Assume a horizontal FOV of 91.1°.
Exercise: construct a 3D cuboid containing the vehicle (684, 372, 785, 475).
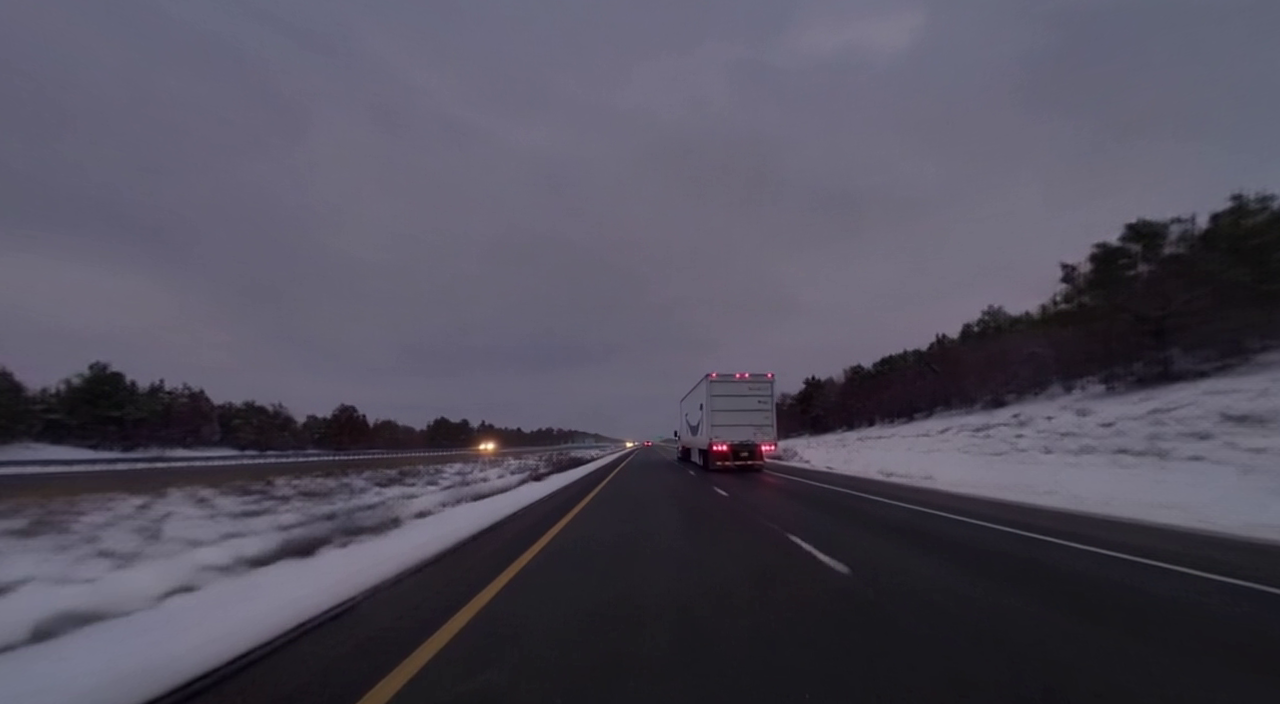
[{"bbox_3d":[4.596,4.253,35.154,3.190,4.365,16.625,0,-8,0],"label":"vehicle"}]
